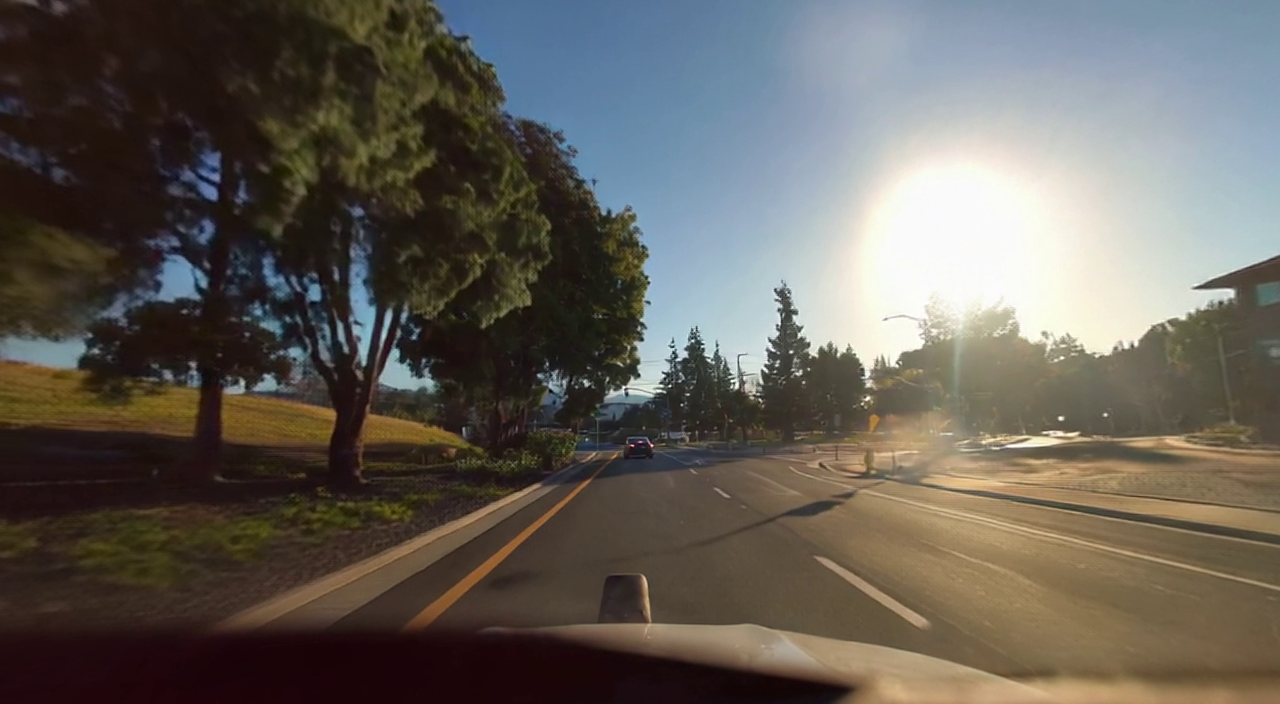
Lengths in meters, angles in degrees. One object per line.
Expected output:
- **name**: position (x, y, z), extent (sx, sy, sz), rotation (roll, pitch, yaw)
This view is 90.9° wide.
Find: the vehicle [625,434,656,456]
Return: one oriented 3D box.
- **vehicle**: position (-0.017, 6.416, 43.621), extent (2.056, 1.473, 4.380), rotation (0, -8, -1)
